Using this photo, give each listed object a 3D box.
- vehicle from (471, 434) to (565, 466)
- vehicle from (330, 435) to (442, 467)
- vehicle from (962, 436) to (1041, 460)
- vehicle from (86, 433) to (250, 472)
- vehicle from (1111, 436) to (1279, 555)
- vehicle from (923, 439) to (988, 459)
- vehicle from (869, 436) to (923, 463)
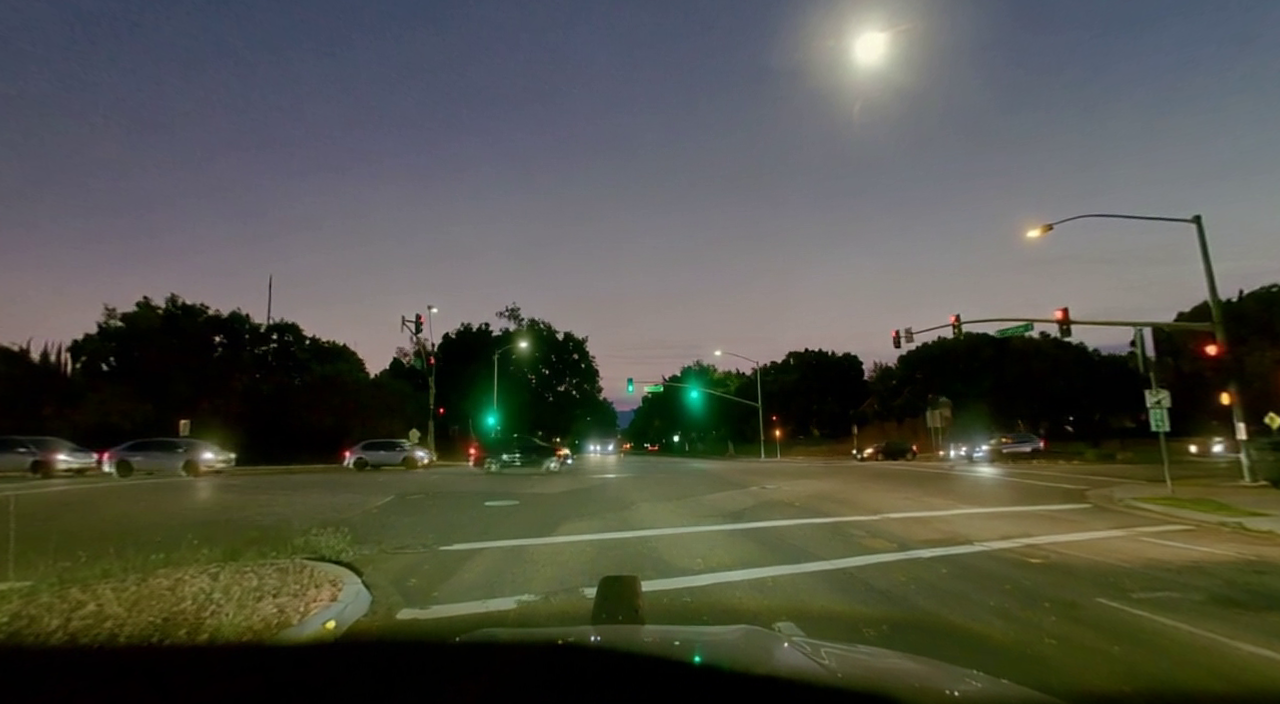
[{"bbox_3d":[-6.242,5.051,32.625,4.331,1.544,1.896,7,-11,-38],"label":"vehicle"},{"bbox_3d":[-12.863,5.009,32.146,4.912,1.485,1.922,6,-10,-36],"label":"vehicle"},{"bbox_3d":[24.252,6.425,42.424,4.481,1.561,2.001,3,-9,-17],"label":"vehicle"},{"bbox_3d":[-18.804,4.034,25.470,4.849,1.476,1.935,3,-9,-19],"label":"vehicle"},{"bbox_3d":[9.222,1.998,8.648,1.993,1.505,4.721,5,-8,0],"label":"vehicle"},{"bbox_3d":[24.031,7.401,48.177,4.352,1.456,1.794,3,-9,-18],"label":"vehicle"},{"bbox_3d":[14.838,5.629,36.485,1.962,1.468,4.516,-5,-10,32],"label":"vehicle"}]
